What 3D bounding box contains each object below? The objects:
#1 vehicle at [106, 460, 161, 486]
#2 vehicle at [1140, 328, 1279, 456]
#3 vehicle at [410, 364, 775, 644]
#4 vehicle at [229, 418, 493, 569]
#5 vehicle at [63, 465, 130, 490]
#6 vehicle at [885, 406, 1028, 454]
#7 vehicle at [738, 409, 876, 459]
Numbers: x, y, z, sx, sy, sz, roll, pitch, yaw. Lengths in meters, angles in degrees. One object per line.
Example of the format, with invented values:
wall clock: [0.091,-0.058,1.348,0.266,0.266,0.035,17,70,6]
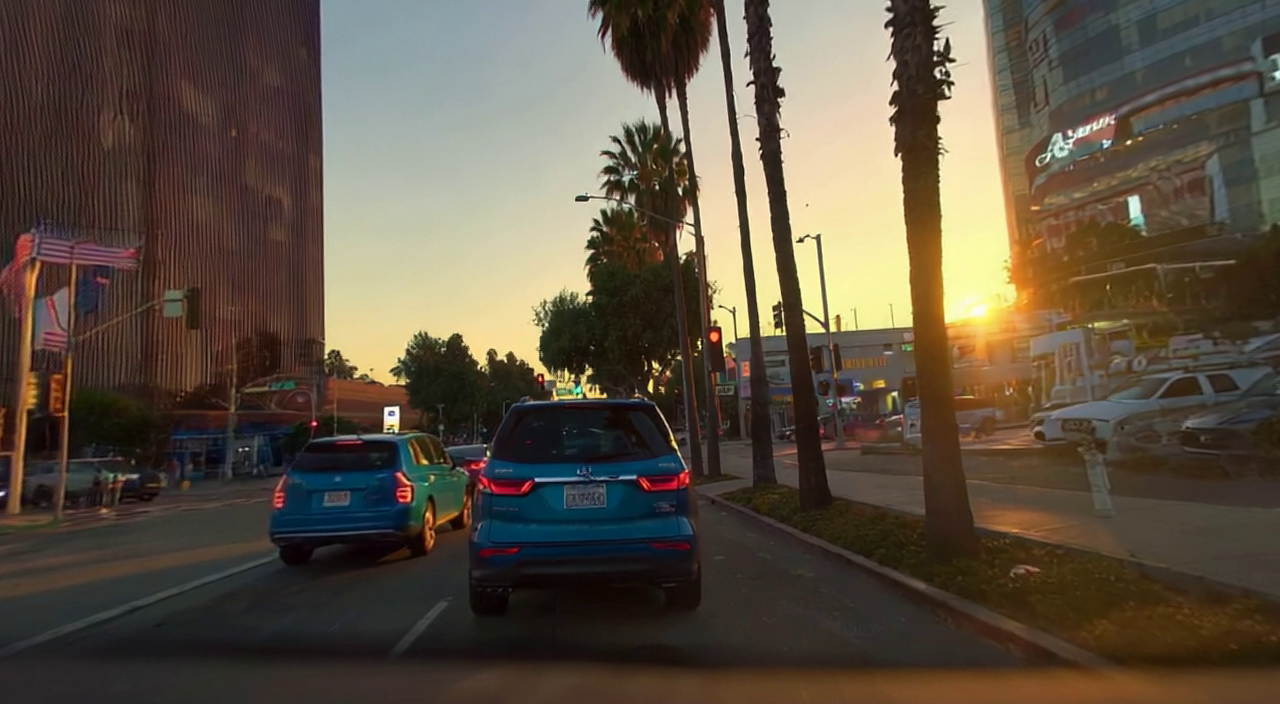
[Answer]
vehicle: [-36.105,8.625,45.071,1.465,1.367,3.238,-6,-5,-5]
vehicle: [9.999,0.634,8.837,4.374,1.571,1.963,0,-8,-4]
vehicle: [-0.495,1.390,6.884,2.519,1.913,4.819,0,-8,-5]
vehicle: [-3.760,1.982,9.784,2.097,1.692,5.030,0,-8,-4]
vehicle: [-38.320,8.862,44.641,2.008,1.528,3.242,0,-8,-6]
vehicle: [13.814,3.439,27.794,5.033,1.999,2.259,0,-8,-3]
vehicle: [7.147,3.562,27.440,5.307,2.076,2.122,0,-8,-5]
